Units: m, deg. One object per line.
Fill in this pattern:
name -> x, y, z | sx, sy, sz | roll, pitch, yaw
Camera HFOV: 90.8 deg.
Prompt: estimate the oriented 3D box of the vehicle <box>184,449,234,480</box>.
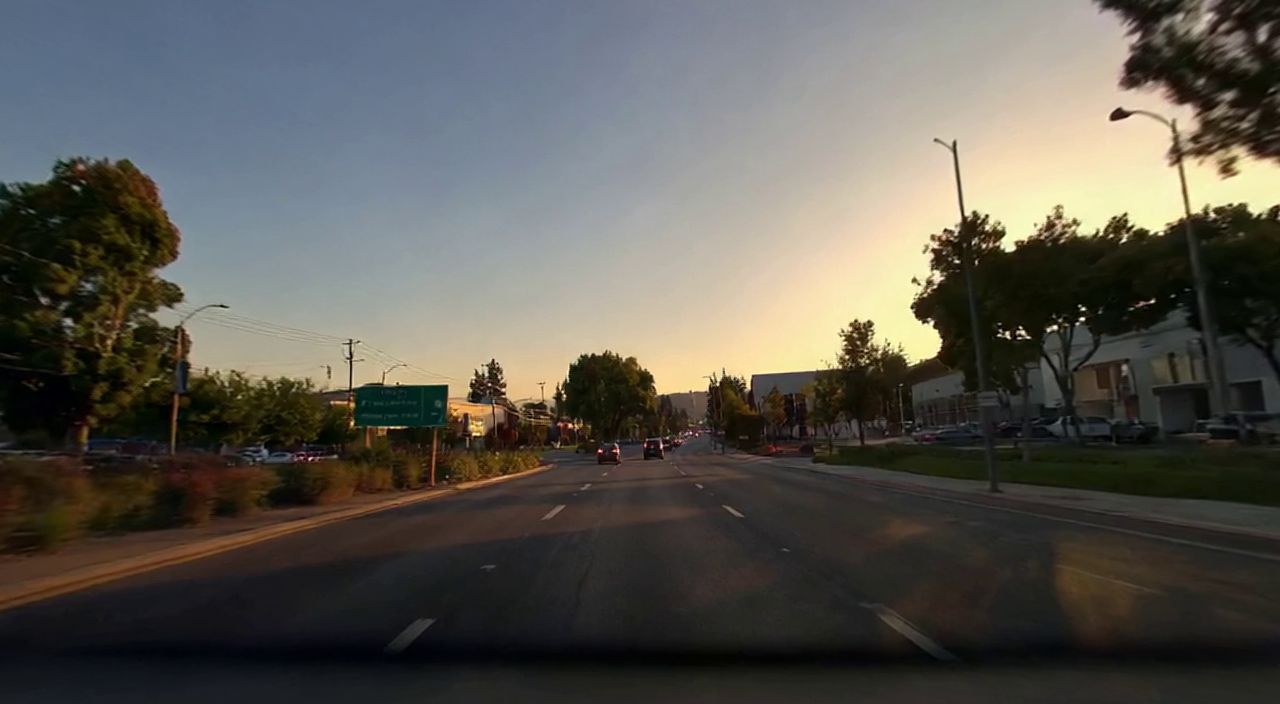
vehicle -> -29.722, 7.711, 43.710 | 1.950, 1.961, 4.927 | 4, -10, -24
